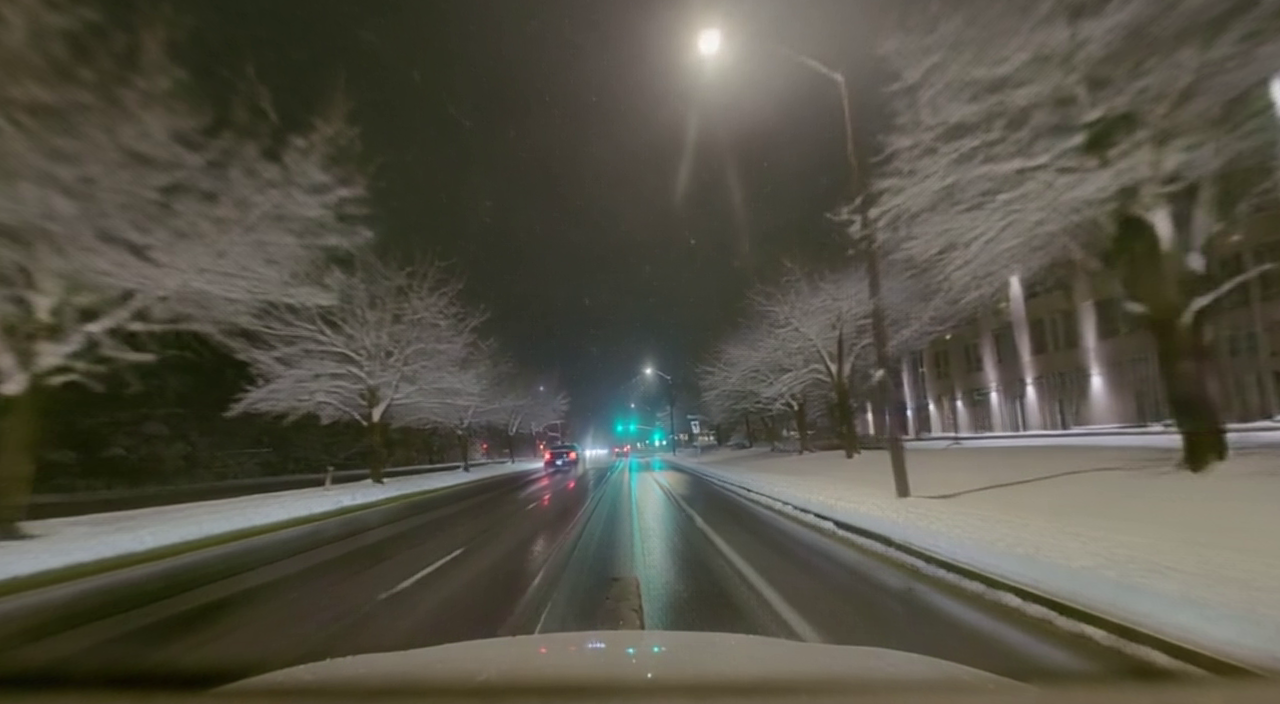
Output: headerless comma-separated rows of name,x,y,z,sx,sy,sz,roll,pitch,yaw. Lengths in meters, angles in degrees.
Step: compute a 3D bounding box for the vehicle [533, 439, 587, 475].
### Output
vehicle,-4.058,5.408,32.840,2.202,1.685,4.772,0,-9,0
